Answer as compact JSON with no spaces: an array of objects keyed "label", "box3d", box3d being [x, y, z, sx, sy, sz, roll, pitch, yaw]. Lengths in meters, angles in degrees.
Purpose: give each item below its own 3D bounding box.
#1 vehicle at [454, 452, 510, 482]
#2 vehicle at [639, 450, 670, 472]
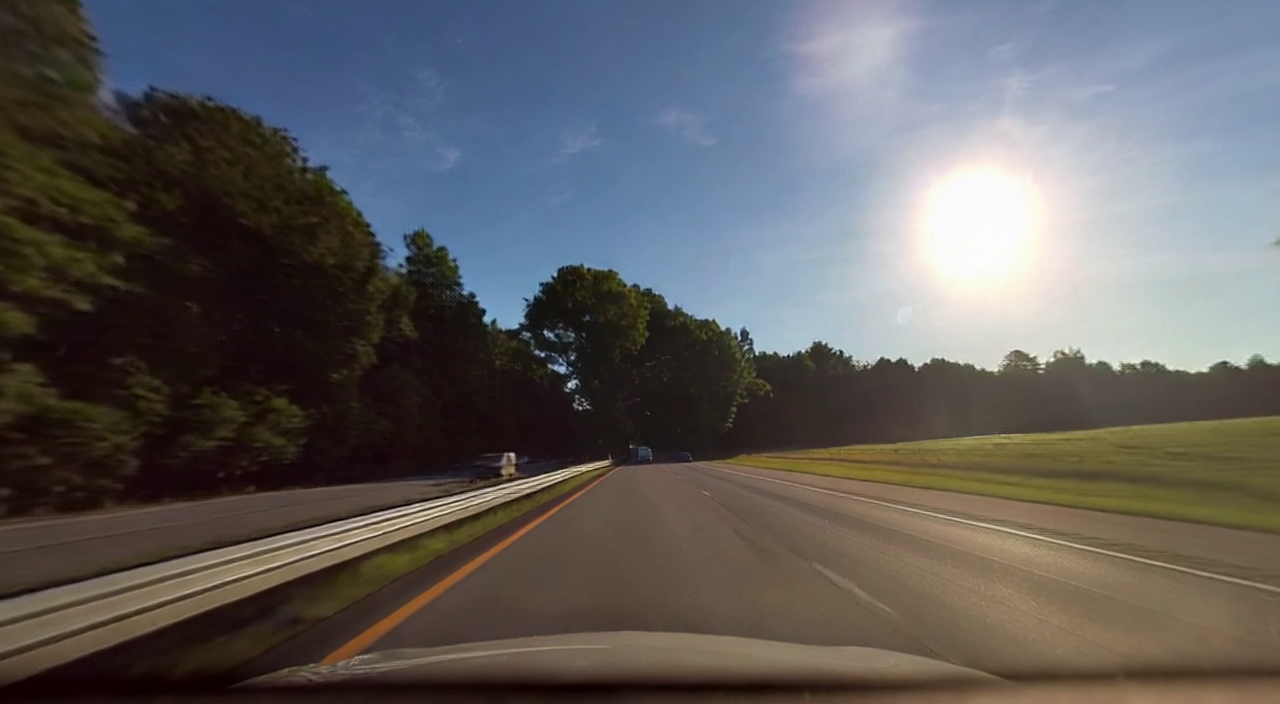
[{"label":"vehicle","box3d":[-8.654,6.327,34.820,2.037,1.523,3.955,0,-9,0]},{"label":"vehicle","box3d":[1.035,7.947,46.077,2.162,1.492,3.975,0,-9,0]}]
